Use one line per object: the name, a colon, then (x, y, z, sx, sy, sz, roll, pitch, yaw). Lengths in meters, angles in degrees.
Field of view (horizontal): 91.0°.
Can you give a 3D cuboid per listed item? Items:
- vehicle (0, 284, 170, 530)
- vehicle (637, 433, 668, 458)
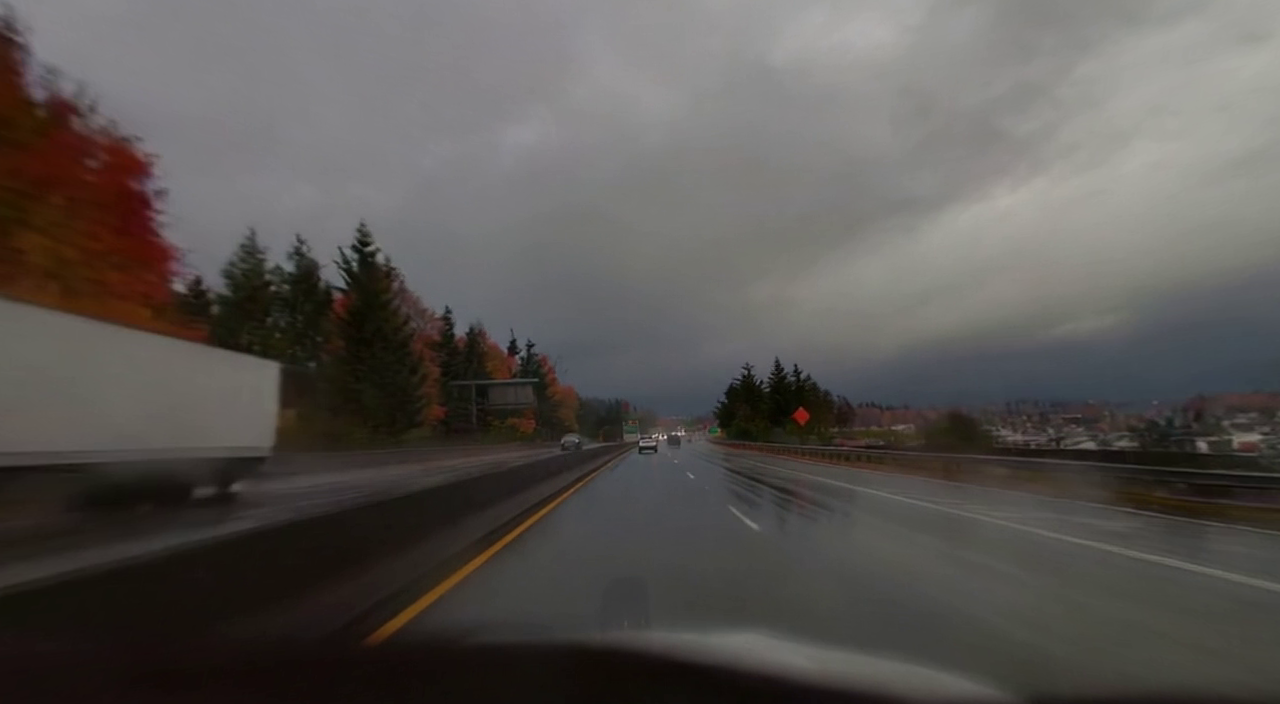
vehicle: (-11.489, 0.552, 7.702, 2.835, 3.812, 10.934, 0, -8, 1)
vehicle: (0.781, 6.087, 40.926, 1.924, 1.498, 3.817, 0, -8, 0)
